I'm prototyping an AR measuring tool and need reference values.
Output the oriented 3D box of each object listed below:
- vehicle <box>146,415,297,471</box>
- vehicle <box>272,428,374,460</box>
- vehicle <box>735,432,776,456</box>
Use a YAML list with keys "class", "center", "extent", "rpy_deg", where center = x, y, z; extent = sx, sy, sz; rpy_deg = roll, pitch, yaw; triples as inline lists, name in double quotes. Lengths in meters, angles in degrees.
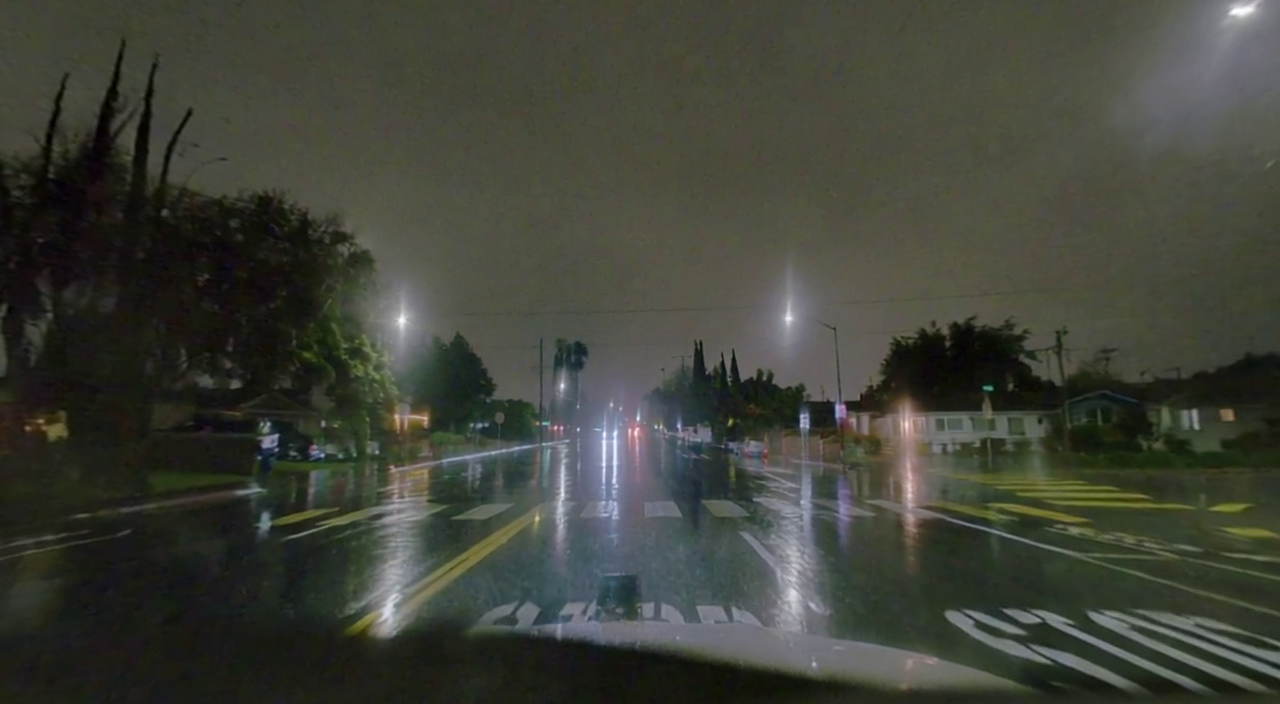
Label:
- class: "vehicle"
  center: [-17.959, 3.930, 27.325]
  extent: [4.800, 2.259, 2.303]
  rpy_deg: [0, -9, -1]
- class: "vehicle"
  center: [-17.994, 5.267, 36.035]
  extent: [4.743, 1.734, 1.994]
  rpy_deg: [0, -9, 0]
- class: "vehicle"
  center: [7.956, 6.415, 43.813]
  extent: [2.029, 1.554, 4.705]
  rpy_deg: [0, -9, 1]
